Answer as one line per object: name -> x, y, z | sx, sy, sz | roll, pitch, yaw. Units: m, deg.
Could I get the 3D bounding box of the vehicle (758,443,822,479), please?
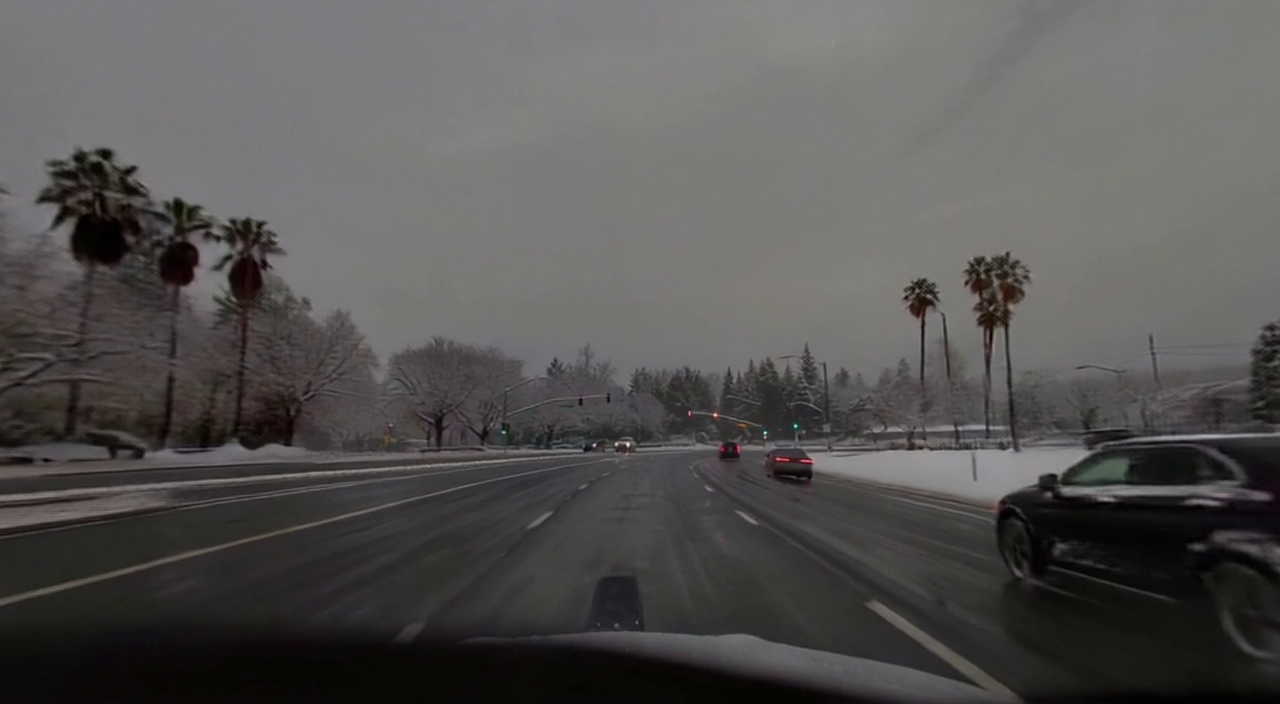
vehicle -> 6.792, 4.965, 29.153 | 2.144, 1.473, 4.638 | -1, -8, 4

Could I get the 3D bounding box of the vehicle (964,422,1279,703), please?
vehicle -> 4.340, 1.296, 4.570 | 1.993, 1.483, 3.821 | -1, -8, 1
